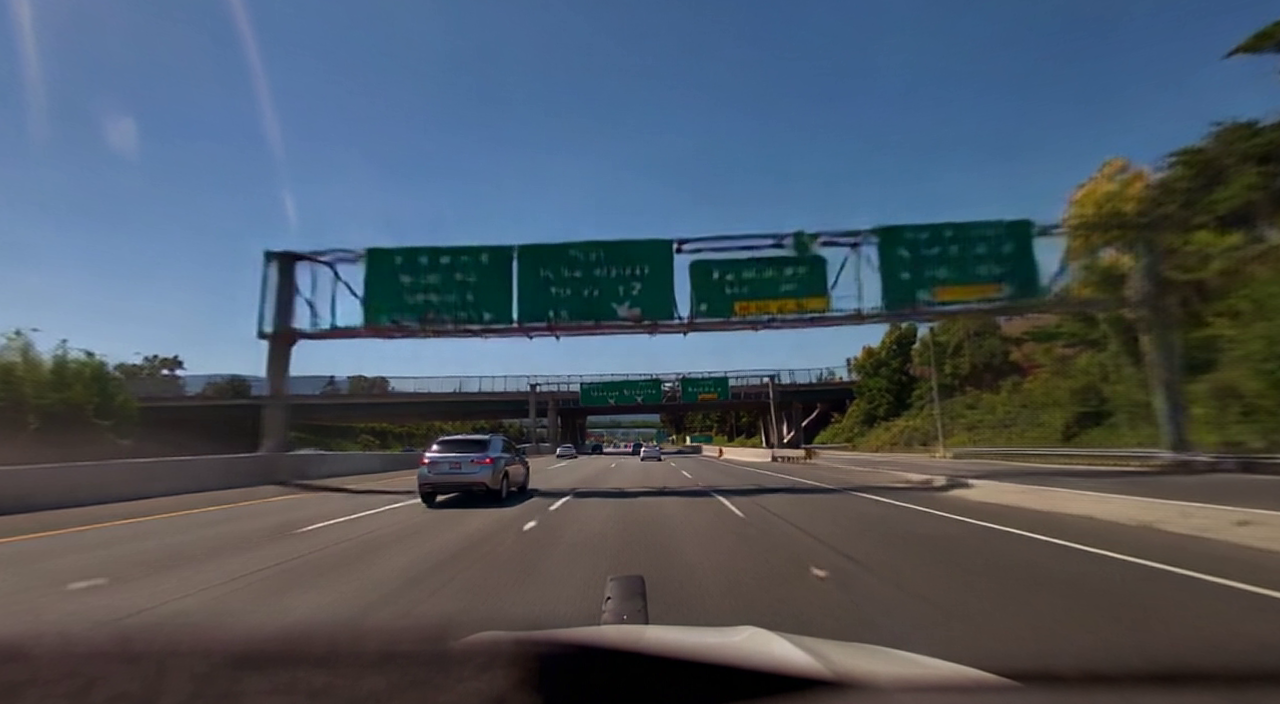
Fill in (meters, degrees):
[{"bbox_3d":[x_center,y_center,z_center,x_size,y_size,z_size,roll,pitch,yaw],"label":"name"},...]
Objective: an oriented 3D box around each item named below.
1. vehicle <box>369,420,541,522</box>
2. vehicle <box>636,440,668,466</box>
[{"bbox_3d":[-3.605,2.419,13.347,2.214,1.759,4.435,-1,-8,1],"label":"vehicle"},{"bbox_3d":[0.751,6.709,42.085,2.023,1.589,4.030,0,-8,0],"label":"vehicle"}]
